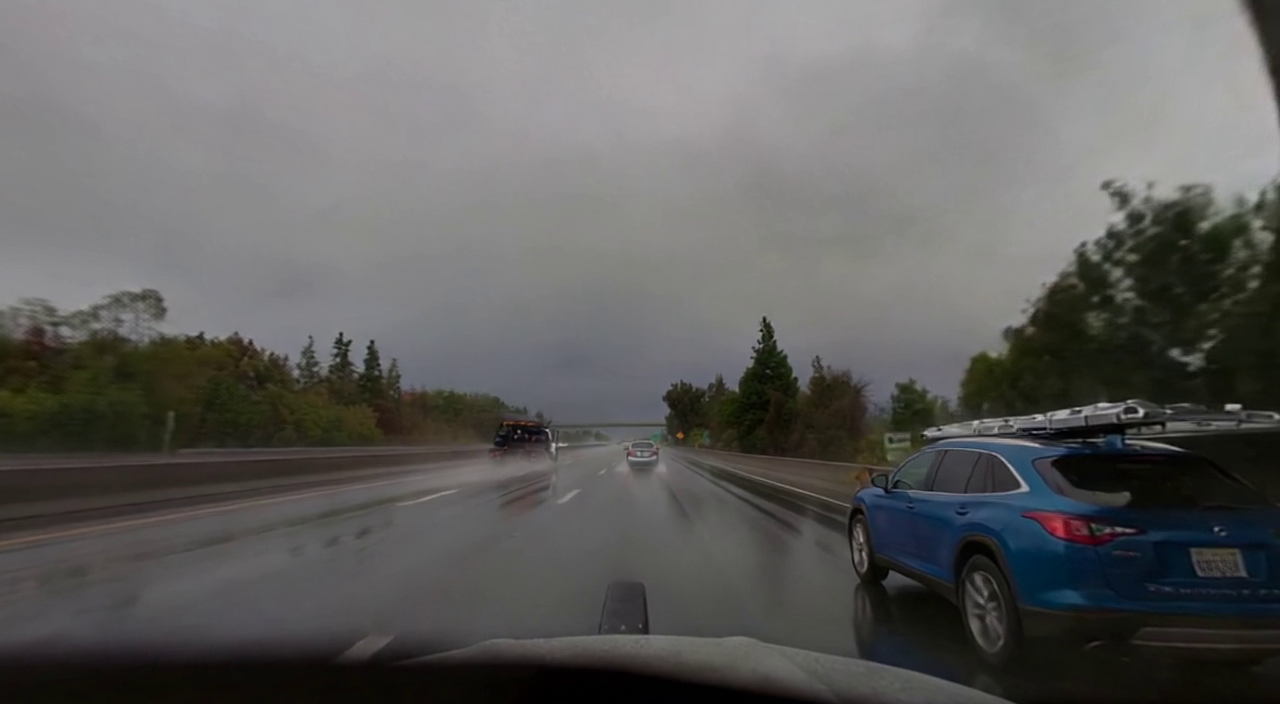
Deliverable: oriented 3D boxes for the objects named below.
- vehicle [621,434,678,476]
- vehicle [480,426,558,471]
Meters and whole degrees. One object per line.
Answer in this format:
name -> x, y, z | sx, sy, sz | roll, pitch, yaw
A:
vehicle -> 0.395, 4.560, 28.071 | 2.336, 1.722, 4.212 | 0, -8, 0
vehicle -> -6.534, 5.371, 35.261 | 2.827, 2.236, 7.057 | 0, -8, 1
